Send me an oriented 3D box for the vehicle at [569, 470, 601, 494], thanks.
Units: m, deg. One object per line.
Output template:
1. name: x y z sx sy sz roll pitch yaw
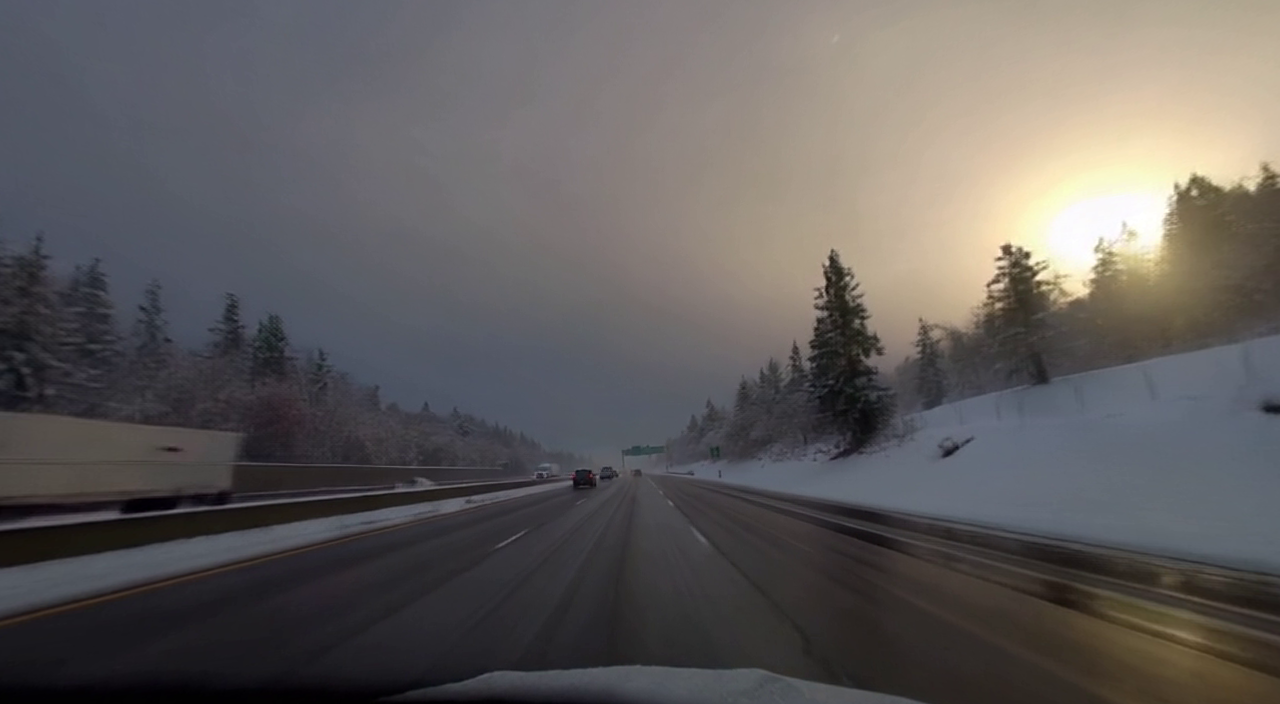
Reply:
1. vehicle: -3.562 8.484 41.337 1.863 1.486 3.852 1 -10 -1

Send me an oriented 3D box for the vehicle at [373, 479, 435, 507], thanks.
1. vehicle: -13.330 7.965 35.856 1.913 1.406 4.019 0 -10 1

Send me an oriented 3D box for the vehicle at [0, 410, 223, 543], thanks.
1. vehicle: -21.666 4.513 23.113 3.036 4.098 14.145 1 -11 0
